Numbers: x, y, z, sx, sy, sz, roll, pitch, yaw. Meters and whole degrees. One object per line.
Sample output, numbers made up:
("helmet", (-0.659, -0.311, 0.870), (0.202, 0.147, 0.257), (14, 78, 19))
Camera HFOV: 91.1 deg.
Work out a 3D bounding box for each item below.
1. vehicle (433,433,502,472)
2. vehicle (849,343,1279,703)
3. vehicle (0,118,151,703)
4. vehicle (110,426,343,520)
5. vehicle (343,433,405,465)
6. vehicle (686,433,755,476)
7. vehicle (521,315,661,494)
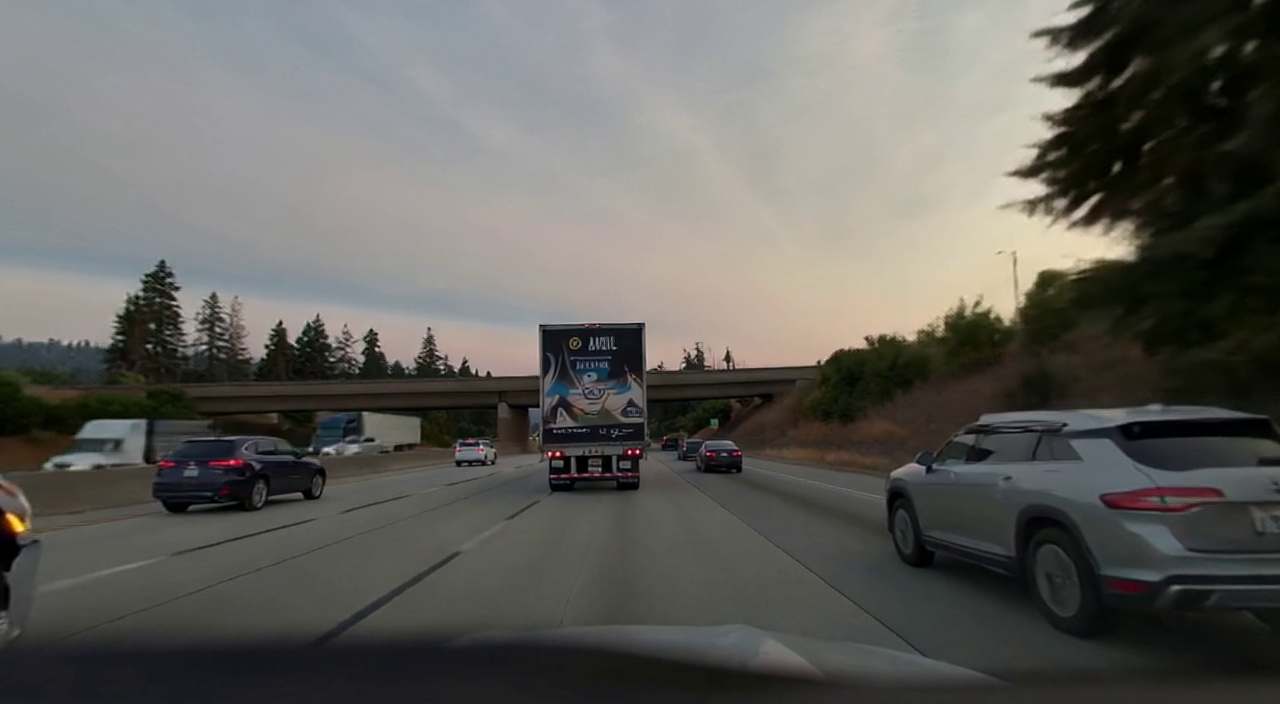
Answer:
("vehicle", (-8.138, 4.776, 30.130), (2.057, 1.698, 4.550), (0, -8, 0))
("vehicle", (3.511, 1.079, 4.850), (2.118, 1.647, 4.400), (0, -8, -2))
("vehicle", (-3.836, 0.092, 0.348), (2.660, 2.637, 5.634), (0, -8, -2))
("vehicle", (-8.391, 2.450, 13.411), (2.048, 1.652, 4.421), (0, -8, -2))
("vehicle", (-20.396, 7.466, 48.564), (2.264, 2.303, 5.765), (0, -8, -1))
("vehicle", (3.087, 4.036, 25.099), (2.003, 1.519, 4.580), (0, -8, -2))
("vehicle", (-1.391, 1.749, 18.316), (2.911, 3.787, 9.905), (0, -8, -4))
